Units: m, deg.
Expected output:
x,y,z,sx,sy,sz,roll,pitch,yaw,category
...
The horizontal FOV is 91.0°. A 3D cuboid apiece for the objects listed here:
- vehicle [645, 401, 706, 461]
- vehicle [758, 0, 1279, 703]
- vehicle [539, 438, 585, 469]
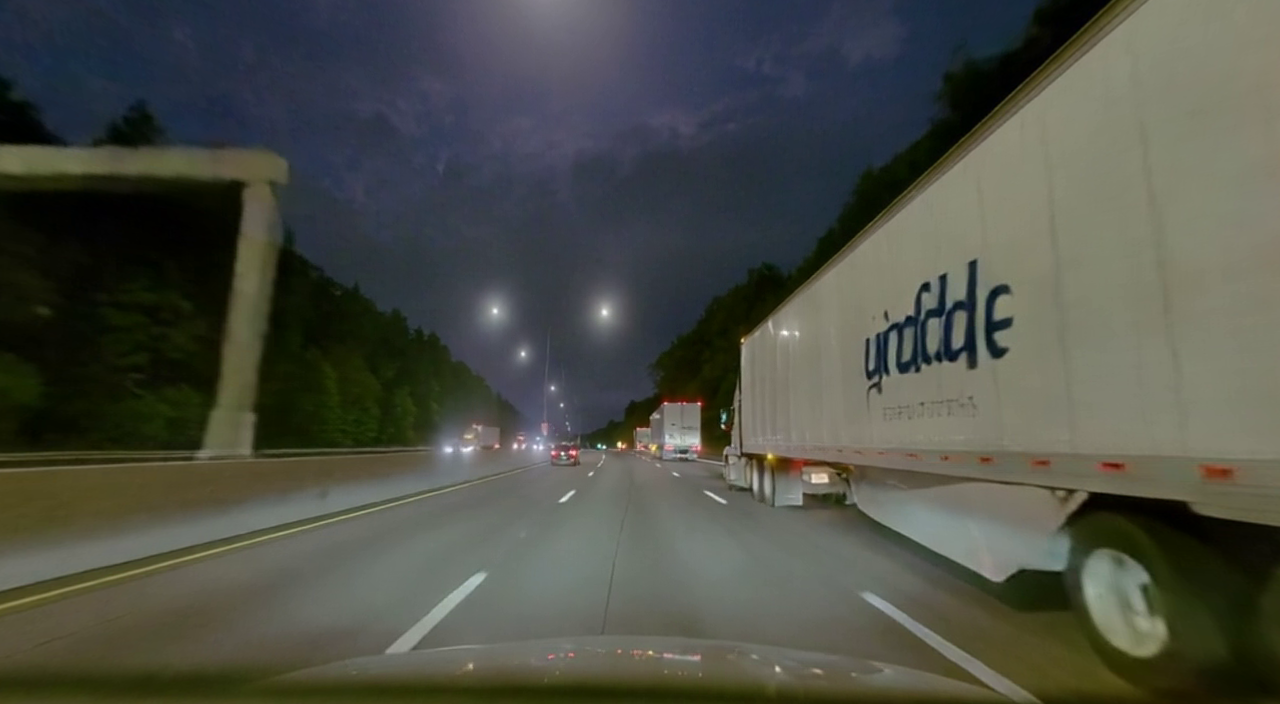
x,y,z,sx,sy,sz,roll,pitch,yaw,category
2.411,6.288,48.997,3.116,3.992,13.748,0,-8,-3,vehicle
3.830,0.002,4.785,2.948,4.045,13.051,0,-8,-2,vehicle
-4.408,5.800,36.196,2.206,1.644,4.027,0,-8,-2,vehicle
